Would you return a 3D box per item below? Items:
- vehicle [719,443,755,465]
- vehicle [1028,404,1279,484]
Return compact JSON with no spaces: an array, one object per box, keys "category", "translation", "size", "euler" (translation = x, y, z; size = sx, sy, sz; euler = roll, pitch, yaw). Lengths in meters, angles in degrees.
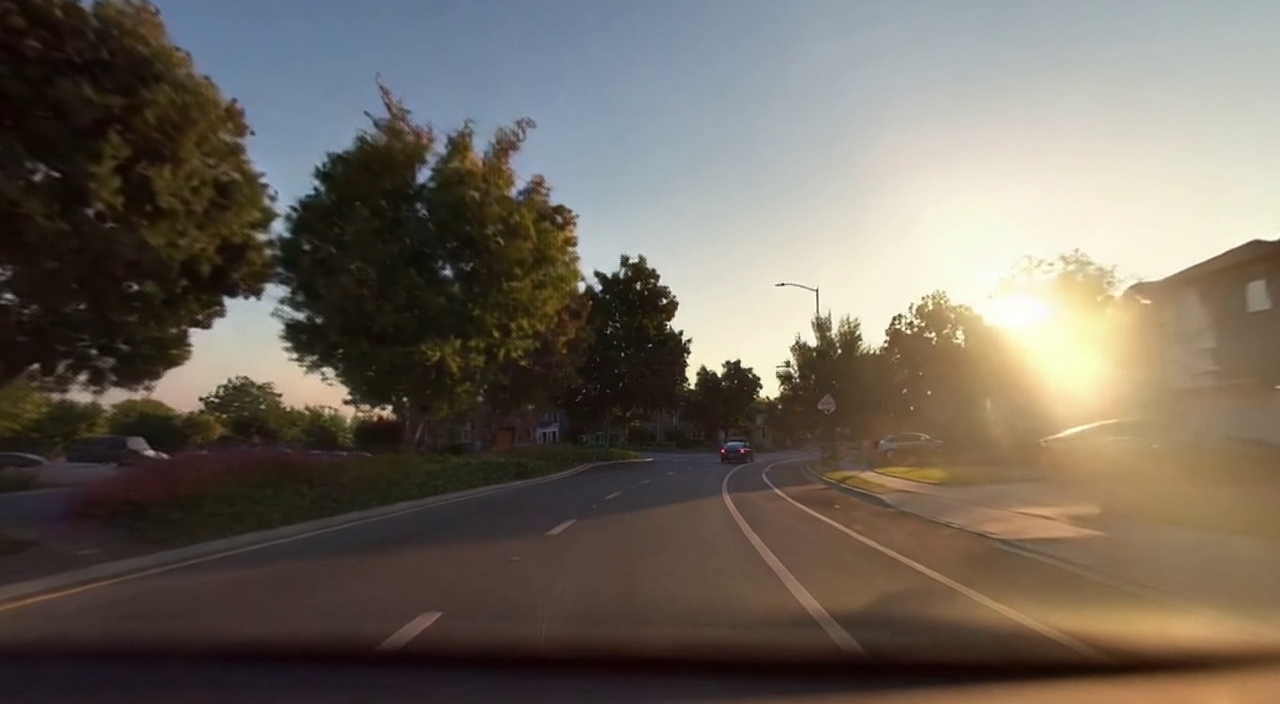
[{"category":"vehicle","translation":[6.947,7.264,44.927],"size":[2.050,1.456,4.003],"euler":[-2,-9,16]},{"category":"vehicle","translation":[12.928,2.294,15.663],"size":[4.999,1.791,2.177],"euler":[-2,-9,9]}]
